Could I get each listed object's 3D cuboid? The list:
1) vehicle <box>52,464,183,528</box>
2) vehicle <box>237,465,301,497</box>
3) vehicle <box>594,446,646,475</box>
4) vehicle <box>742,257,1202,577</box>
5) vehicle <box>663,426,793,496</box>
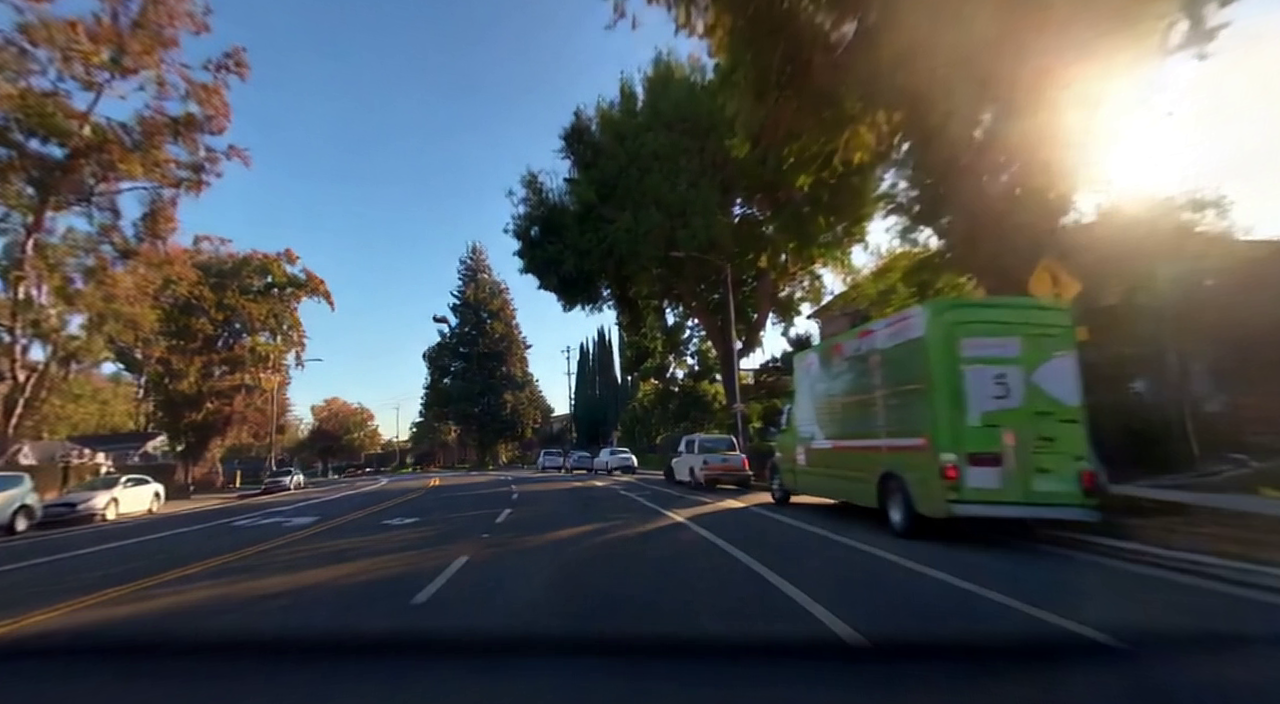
[{"bbox_3d":[-18.441,5.038,22.414,1.934,1.733,3.921,-4,-8,-11],"label":"vehicle"},{"bbox_3d":[-21.583,7.480,36.710,1.949,1.456,4.497,1,-7,-13],"label":"vehicle"},{"bbox_3d":[-1.231,6.180,36.206,2.041,1.520,4.674,2,-9,-14],"label":"vehicle"},{"bbox_3d":[4.083,1.191,10.399,2.918,3.319,7.595,1,-8,-5],"label":"vehicle"},{"bbox_3d":[2.553,3.445,20.346,2.251,1.868,6.178,2,-9,-11],"label":"vehicle"}]
